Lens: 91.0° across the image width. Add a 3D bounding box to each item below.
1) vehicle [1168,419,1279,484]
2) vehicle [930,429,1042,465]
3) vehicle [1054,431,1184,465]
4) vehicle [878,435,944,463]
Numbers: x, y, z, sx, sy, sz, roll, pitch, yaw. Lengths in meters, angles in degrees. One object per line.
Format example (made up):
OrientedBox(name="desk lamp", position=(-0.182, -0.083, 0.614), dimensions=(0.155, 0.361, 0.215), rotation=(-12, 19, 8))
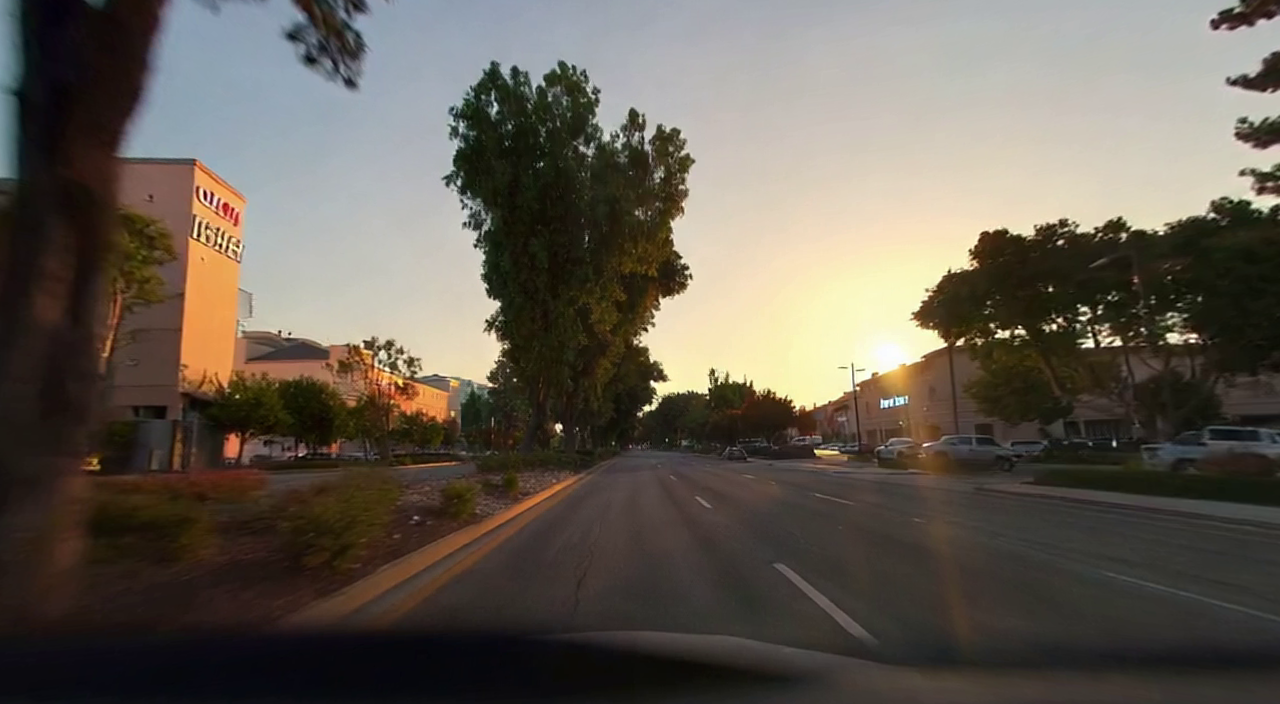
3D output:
OrientedBox(name="vehicle", position=(18.960, 2.924, 18.580), dimensions=(2.266, 1.794, 4.985), rotation=(1, -8, -2))
OrientedBox(name="vehicle", position=(19.256, 5.317, 35.375), dimensions=(2.151, 1.838, 5.534), rotation=(3, -9, -15))
OrientedBox(name="vehicle", position=(24.781, 4.986, 32.783), dimensions=(2.007, 1.611, 4.847), rotation=(5, -10, -29))
OrientedBox(name="vehicle", position=(19.307, 6.974, 45.161), dimensions=(2.179, 1.767, 5.837), rotation=(-2, -9, 0))
